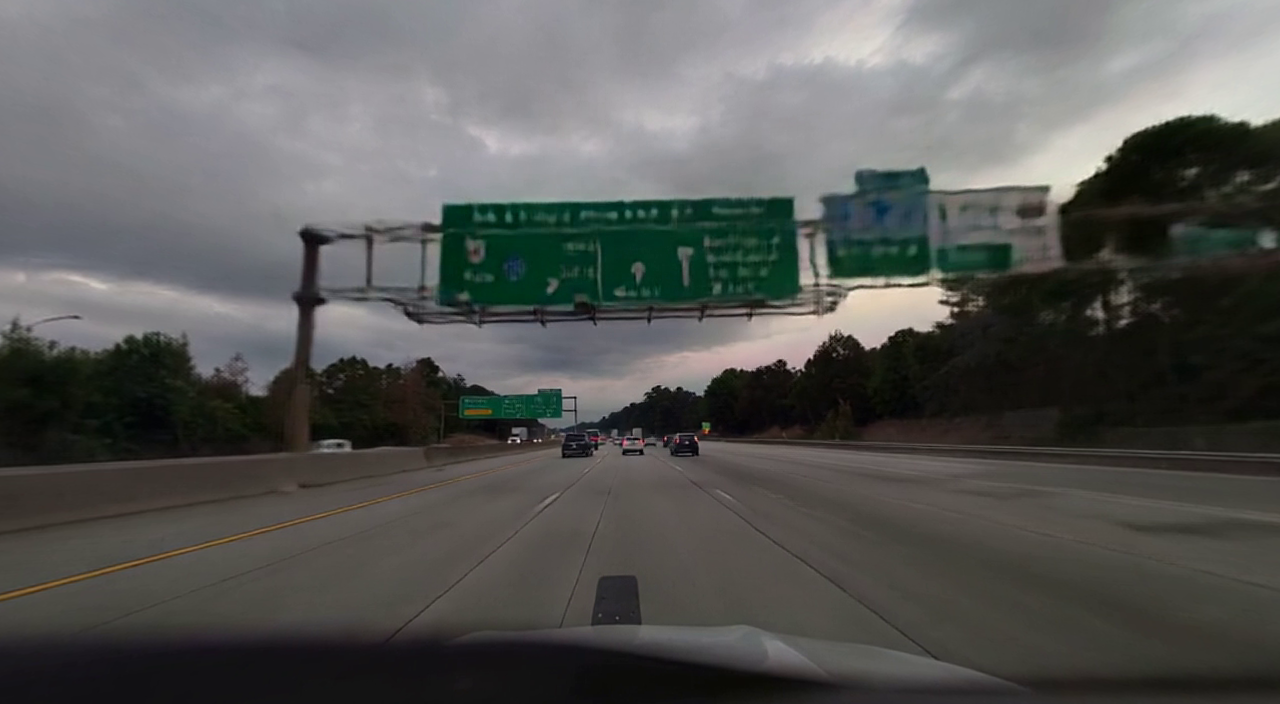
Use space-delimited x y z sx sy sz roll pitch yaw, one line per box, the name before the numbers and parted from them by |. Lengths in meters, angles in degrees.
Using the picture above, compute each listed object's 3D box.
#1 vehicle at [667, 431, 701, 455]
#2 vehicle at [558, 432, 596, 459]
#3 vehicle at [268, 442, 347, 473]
vehicle | 3.183 6.696 46.230 2.066 1.673 4.225 0 -8 -2
vehicle | -3.956 5.907 39.825 2.119 1.629 3.946 0 -8 -2
vehicle | -17.499 5.529 33.320 1.886 1.512 4.244 0 -8 -1
